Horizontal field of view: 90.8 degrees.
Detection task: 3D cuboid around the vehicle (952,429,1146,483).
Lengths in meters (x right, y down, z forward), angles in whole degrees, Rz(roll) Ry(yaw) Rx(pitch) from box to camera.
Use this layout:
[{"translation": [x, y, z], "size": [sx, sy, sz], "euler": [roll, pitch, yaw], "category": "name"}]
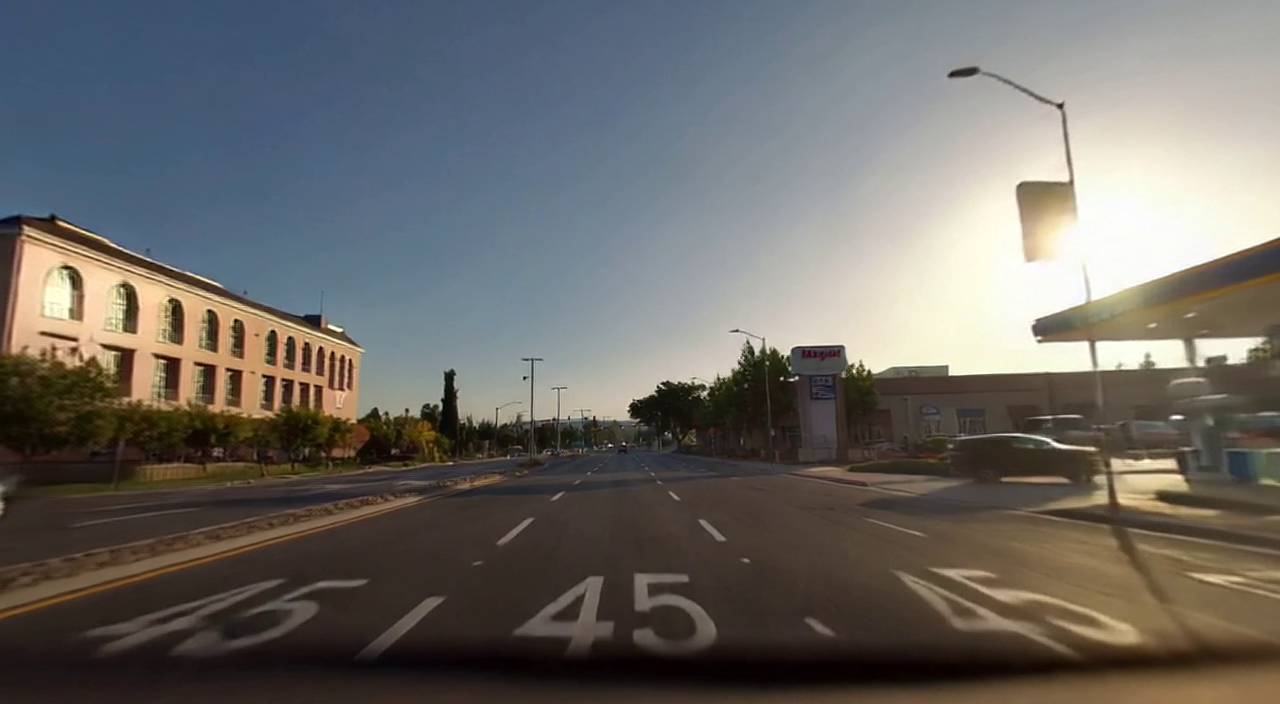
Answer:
[{"translation": [12.399, 3.181, 19.376], "size": [4.548, 1.568, 1.953], "euler": [0, -9, -2], "category": "vehicle"}]
